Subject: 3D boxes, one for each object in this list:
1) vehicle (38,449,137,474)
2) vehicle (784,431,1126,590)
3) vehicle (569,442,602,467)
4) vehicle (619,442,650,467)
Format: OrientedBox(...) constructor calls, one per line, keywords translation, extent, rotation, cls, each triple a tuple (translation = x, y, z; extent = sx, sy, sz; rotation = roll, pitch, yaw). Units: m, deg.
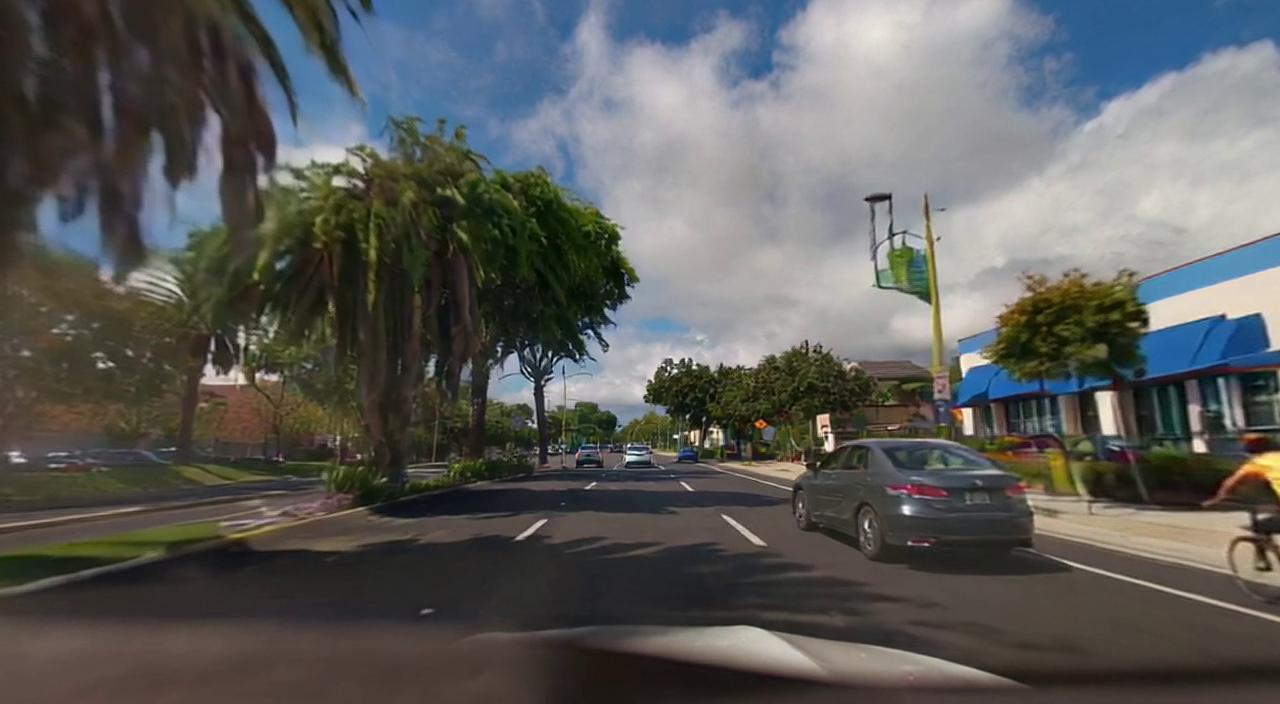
OrientedBox(translation=(-35.739, 7.061, 40.972), extent=(4.294, 1.515, 2.111), rotation=(1, -9, -4), cls="vehicle")
OrientedBox(translation=(3.557, 1.864, 8.404), extent=(2.090, 1.503, 4.566), rotation=(0, -9, -1), cls="vehicle")
OrientedBox(translation=(-4.052, 7.684, 47.635), extent=(2.071, 1.744, 4.500), rotation=(0, -9, 0), cls="vehicle")
OrientedBox(translation=(-0.418, 7.211, 44.407), extent=(2.102, 1.653, 3.698), rotation=(0, -9, -1), cls="vehicle")
